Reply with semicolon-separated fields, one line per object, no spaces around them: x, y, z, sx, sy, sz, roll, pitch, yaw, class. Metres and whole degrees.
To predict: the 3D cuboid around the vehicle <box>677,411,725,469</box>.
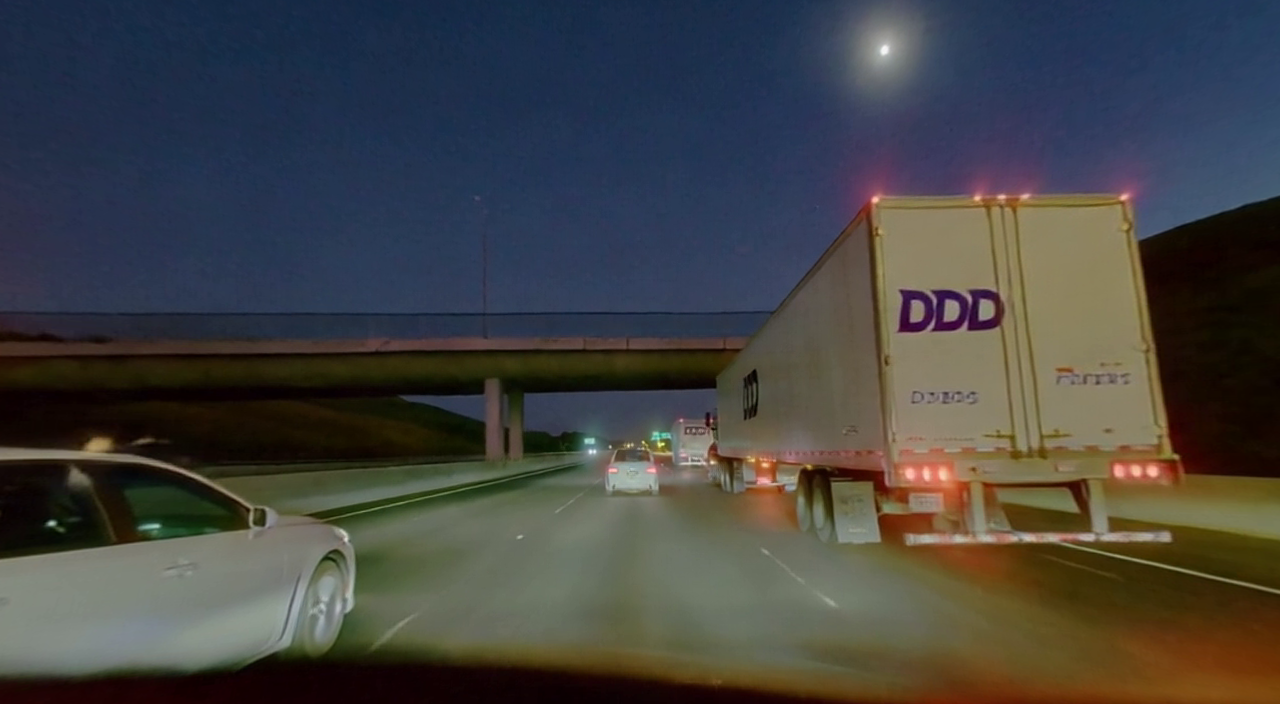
4.538;6.872;48.692;2.801;4.039;8.684;0;-9;0;vehicle

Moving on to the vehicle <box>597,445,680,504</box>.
-0.041;3.342;17.538;2.029;1.437;3.794;0;-9;0;vehicle

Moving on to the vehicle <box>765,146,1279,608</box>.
4.166;0.748;9.470;2.802;3.956;8.291;0;-9;0;vehicle

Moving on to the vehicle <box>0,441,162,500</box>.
-17.162;3.538;19.156;1.931;1.569;4.277;0;-9;-1;vehicle
